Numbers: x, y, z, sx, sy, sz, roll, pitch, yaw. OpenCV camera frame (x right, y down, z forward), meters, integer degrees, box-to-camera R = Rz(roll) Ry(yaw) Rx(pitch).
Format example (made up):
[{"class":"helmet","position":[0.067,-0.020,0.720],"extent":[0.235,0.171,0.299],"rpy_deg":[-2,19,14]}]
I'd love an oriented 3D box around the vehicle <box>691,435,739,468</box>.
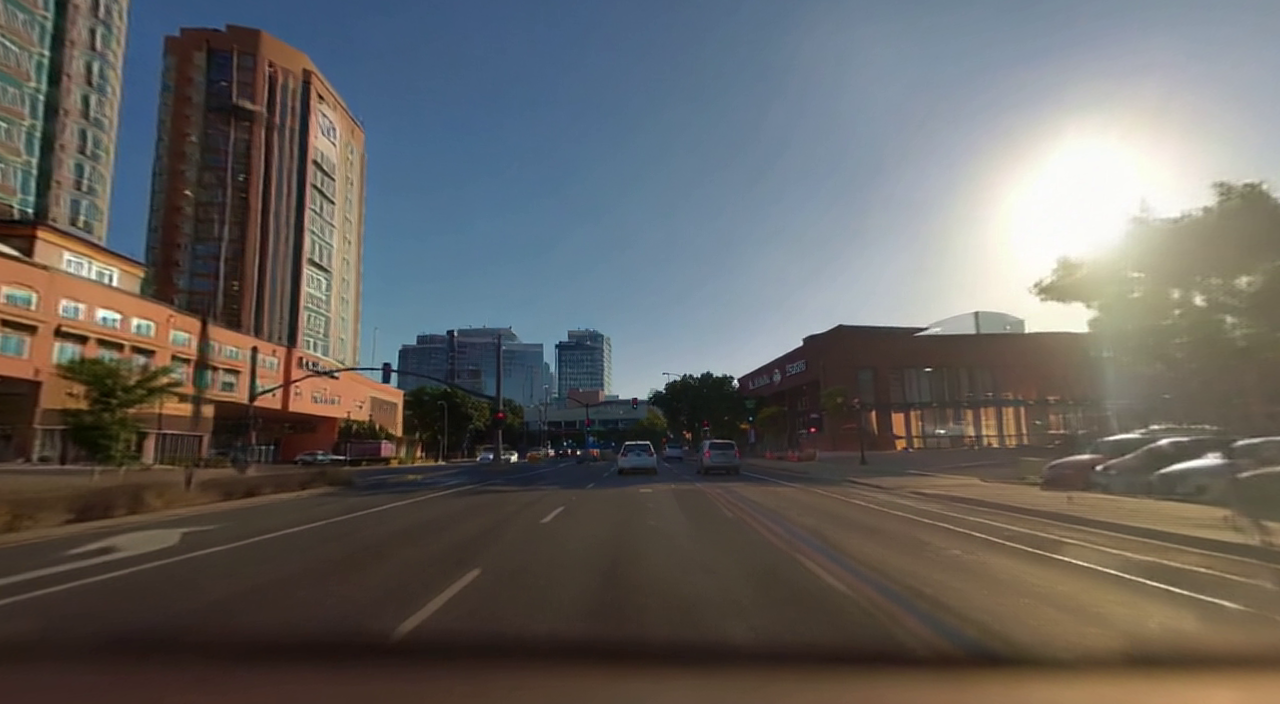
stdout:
[{"class":"vehicle","position":[4.108,5.528,35.057],"extent":[2.007,1.683,4.171],"rpy_deg":[0,-8,-2]}]

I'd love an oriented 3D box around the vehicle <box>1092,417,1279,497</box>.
[{"class":"vehicle","position":[14.552,2.583,15.831],"extent":[4.775,1.728,1.996],"rpy_deg":[-2,-9,-1]}]

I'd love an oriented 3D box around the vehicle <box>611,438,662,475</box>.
[{"class":"vehicle","position":[-0.149,4.604,27.943],"extent":[2.059,1.477,3.988],"rpy_deg":[0,-8,0]}]
